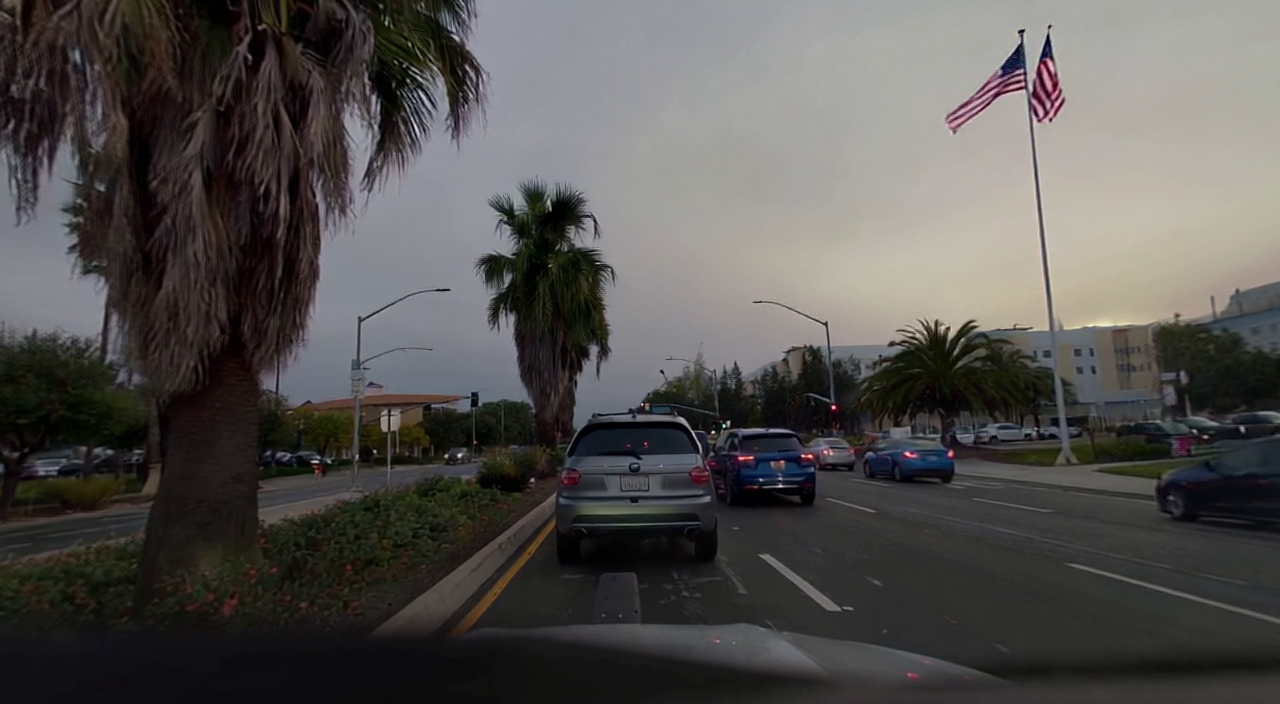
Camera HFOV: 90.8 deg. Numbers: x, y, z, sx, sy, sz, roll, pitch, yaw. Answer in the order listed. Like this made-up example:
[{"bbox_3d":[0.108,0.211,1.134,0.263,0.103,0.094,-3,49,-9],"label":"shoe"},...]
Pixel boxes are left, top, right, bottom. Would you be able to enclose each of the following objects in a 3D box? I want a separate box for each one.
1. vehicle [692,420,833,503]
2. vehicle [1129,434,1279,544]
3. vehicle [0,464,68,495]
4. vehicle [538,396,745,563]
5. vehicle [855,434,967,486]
[{"bbox_3d":[3.274,3.159,18.703,2.773,2.021,6.212,0,-9,-2],"label":"vehicle"},{"bbox_3d":[9.746,1.944,9.122,1.967,1.485,4.267,0,-9,1],"label":"vehicle"},{"bbox_3d":[-45.859,9.168,45.667,6.410,2.078,2.584,0,-9,0],"label":"vehicle"},{"bbox_3d":[-0.043,1.826,9.727,2.402,1.938,4.535,0,-9,-2],"label":"vehicle"},{"bbox_3d":[10.095,4.048,23.998,2.155,1.779,4.582,0,-9,-1],"label":"vehicle"}]
